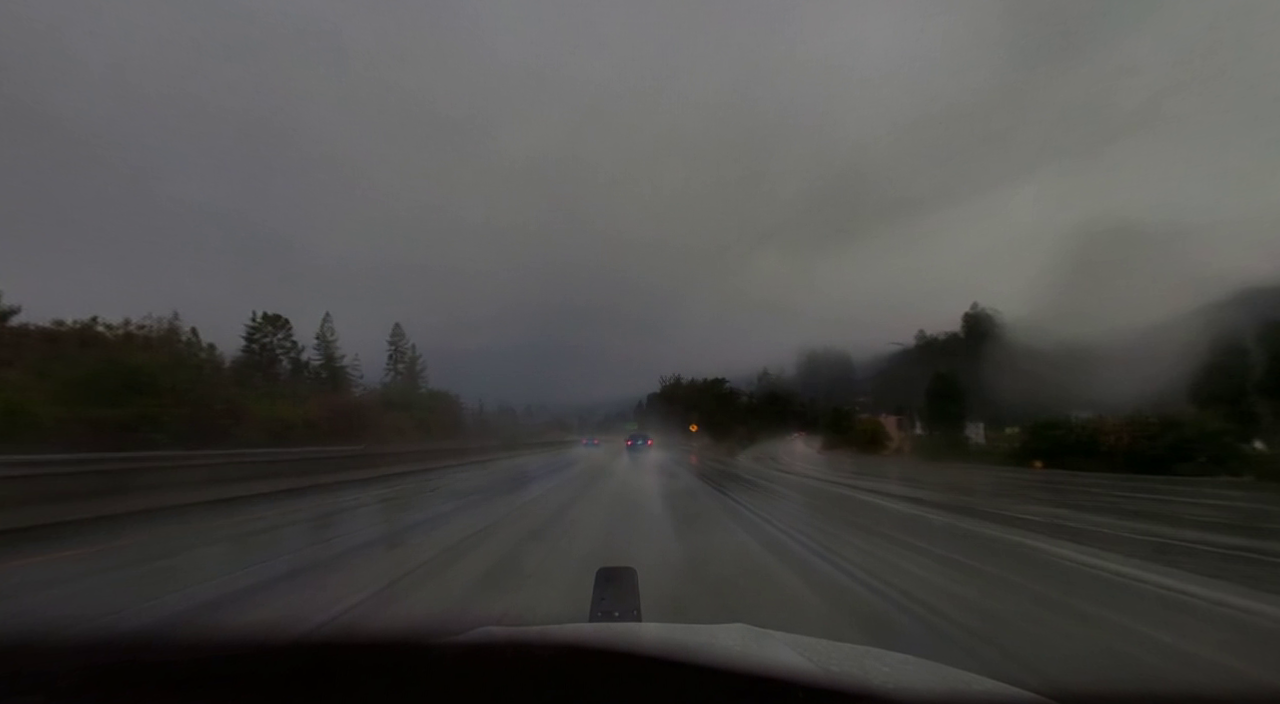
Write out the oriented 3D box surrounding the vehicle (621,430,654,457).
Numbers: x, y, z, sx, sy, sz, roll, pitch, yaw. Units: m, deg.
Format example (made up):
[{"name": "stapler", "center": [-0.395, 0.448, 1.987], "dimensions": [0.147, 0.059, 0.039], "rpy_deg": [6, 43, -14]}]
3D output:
[{"name": "vehicle", "center": [-0.189, 5.945, 41.014], "dimensions": [2.041, 1.618, 3.898], "rpy_deg": [0, -8, -1]}]
